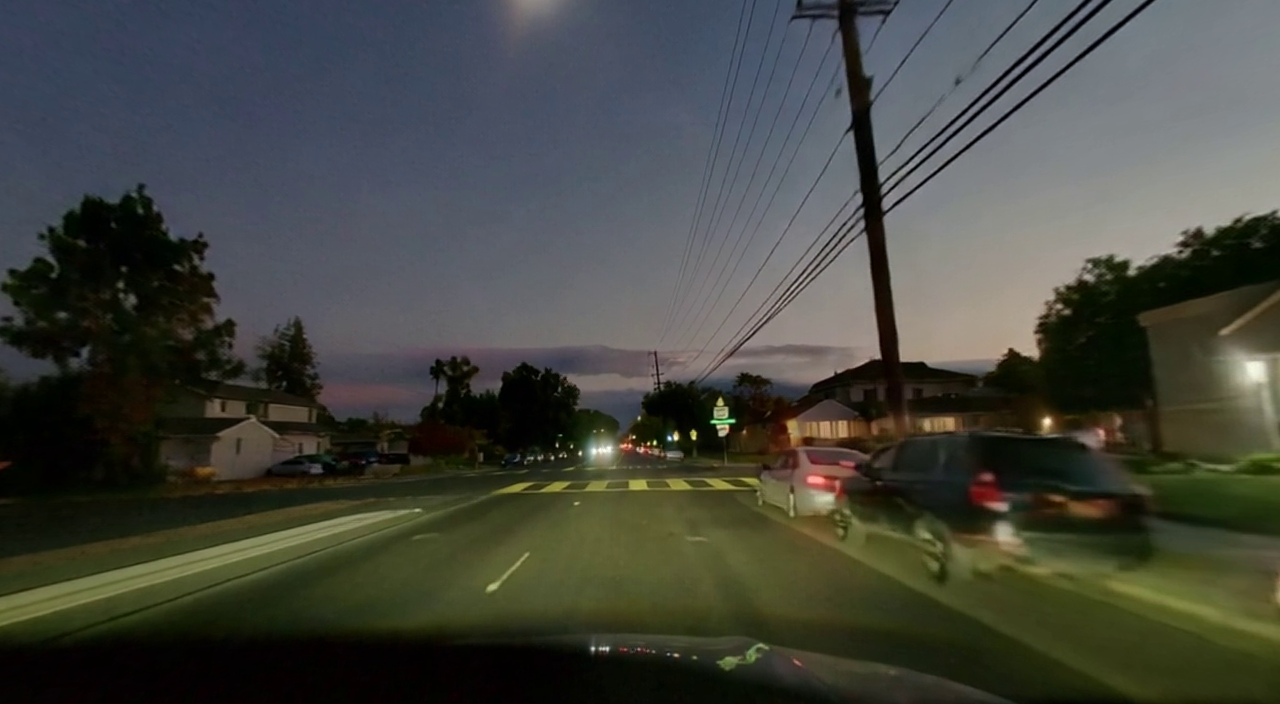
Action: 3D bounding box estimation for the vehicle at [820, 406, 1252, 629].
[{"bbox_3d":[3.721,1.623,7.205,1.948,1.713,4.479,0,-9,-1],"label":"vehicle"}]

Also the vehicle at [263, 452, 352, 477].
[{"bbox_3d":[-21.882,7.413,41.680,4.728,1.536,2.006,0,-9,0],"label":"vehicle"}]
